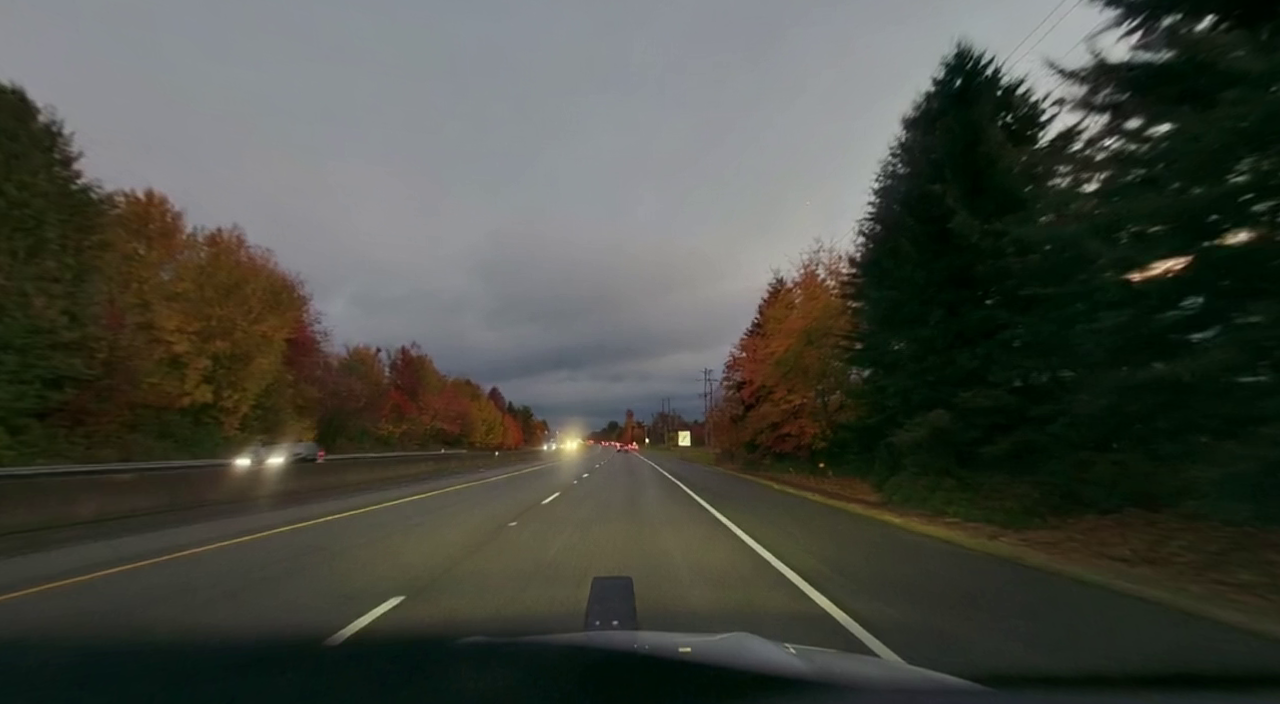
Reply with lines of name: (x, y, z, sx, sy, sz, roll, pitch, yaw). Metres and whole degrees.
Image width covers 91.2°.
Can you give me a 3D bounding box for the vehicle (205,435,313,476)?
vehicle: (-15.569, 4.236, 25.896, 1.884, 1.532, 4.114, 0, -9, 0)
